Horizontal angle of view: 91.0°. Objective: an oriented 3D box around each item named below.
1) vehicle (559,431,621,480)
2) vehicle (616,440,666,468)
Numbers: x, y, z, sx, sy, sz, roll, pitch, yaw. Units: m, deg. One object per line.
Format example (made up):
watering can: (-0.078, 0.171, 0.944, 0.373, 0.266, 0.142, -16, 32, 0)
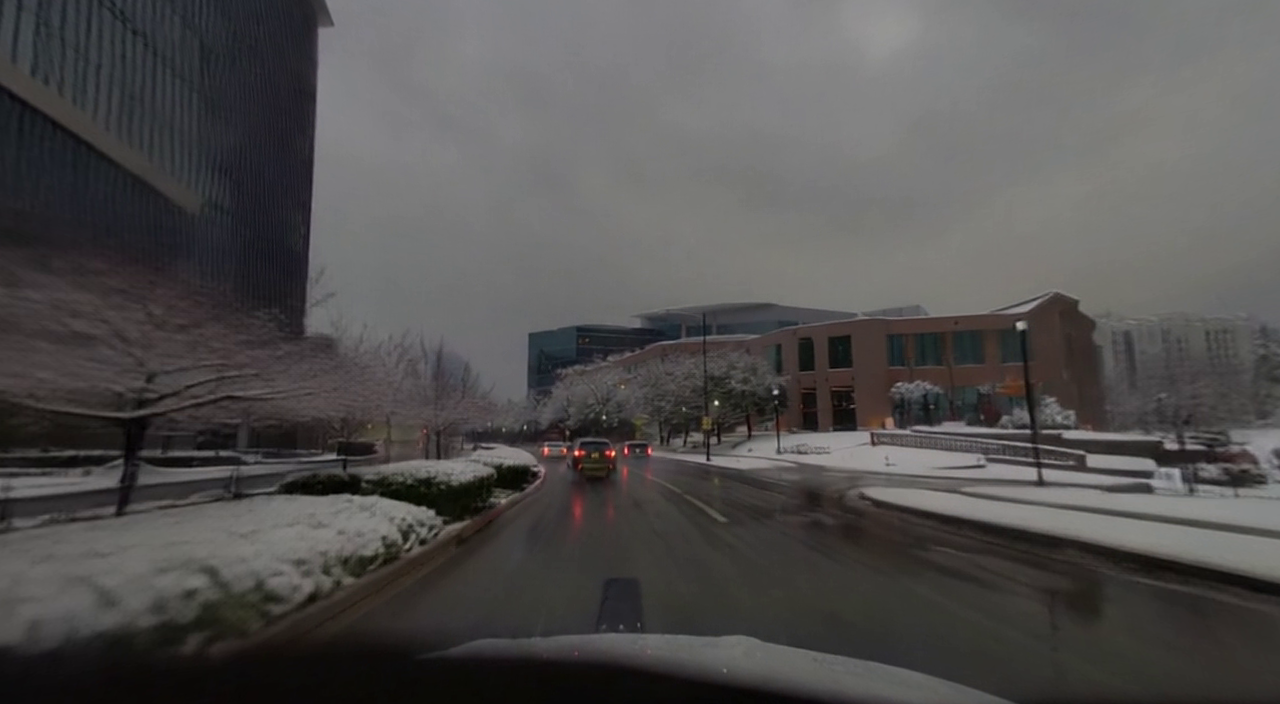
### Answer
vehicle: (-2.090, 4.096, 25.116, 2.173, 1.761, 4.374, 1, -9, -8)
vehicle: (-0.016, 5.924, 36.574, 2.116, 1.506, 4.355, 2, -9, -10)
